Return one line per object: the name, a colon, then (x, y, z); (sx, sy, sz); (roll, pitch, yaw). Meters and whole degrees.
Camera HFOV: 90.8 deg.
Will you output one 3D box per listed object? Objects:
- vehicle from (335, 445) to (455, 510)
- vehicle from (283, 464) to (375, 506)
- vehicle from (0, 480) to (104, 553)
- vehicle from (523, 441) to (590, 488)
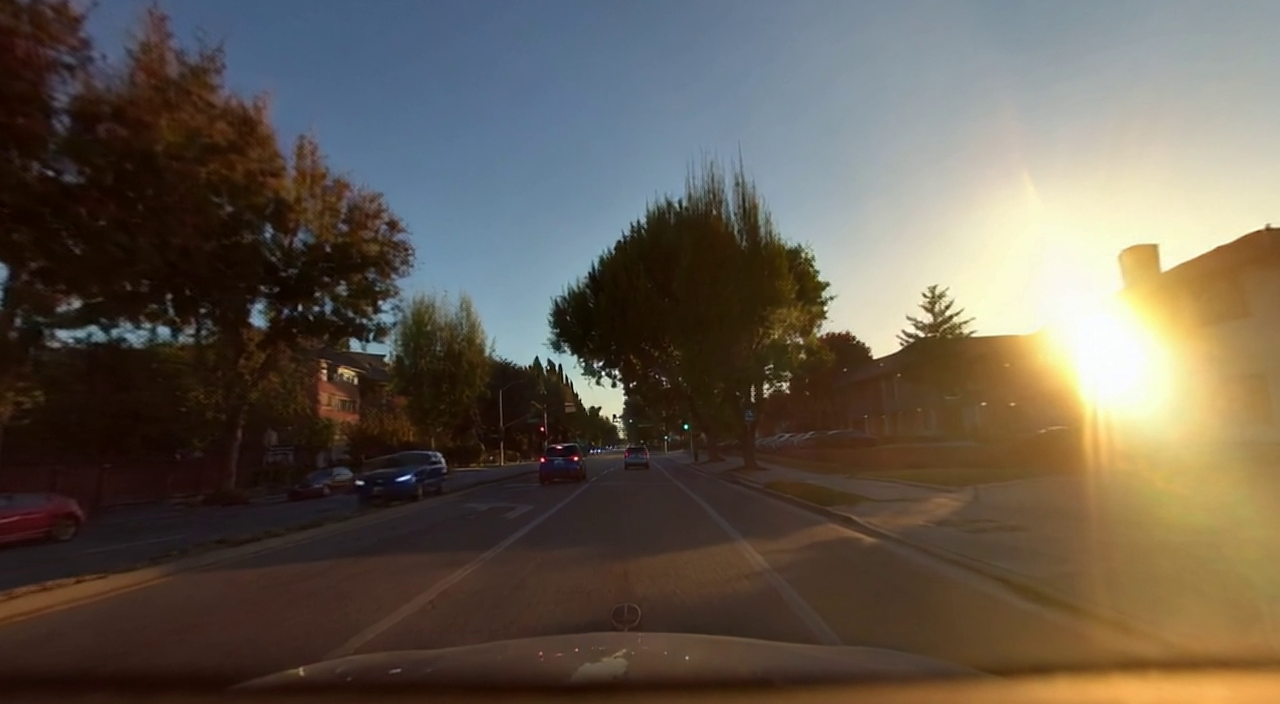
vehicle: (-7.906, 4.044, 20.917); (2.084, 1.731, 4.595); (-4, -9, 1)
vehicle: (-14.439, 6.157, 29.613); (1.880, 1.476, 4.715); (-7, -9, 0)
vehicle: (-14.614, 3.738, 13.787); (1.874, 1.392, 4.633); (-7, -9, -1)
vehicle: (-3.399, 4.659, 26.534); (2.097, 1.755, 4.336); (-1, -9, 2)
